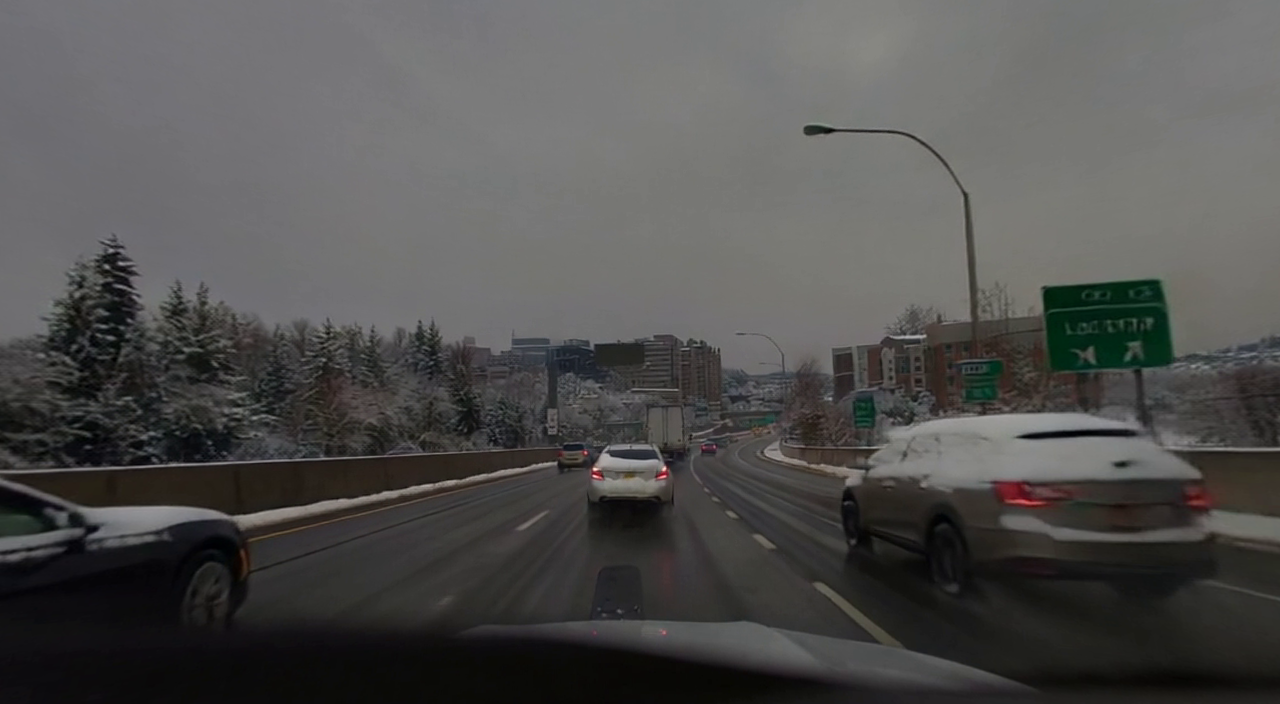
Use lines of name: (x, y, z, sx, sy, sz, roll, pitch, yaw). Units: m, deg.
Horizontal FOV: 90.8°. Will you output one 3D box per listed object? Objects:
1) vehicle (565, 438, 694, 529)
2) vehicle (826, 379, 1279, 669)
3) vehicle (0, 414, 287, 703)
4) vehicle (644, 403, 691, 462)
vehicle: (-0.135, 2.493, 12.524, 2.136, 1.470, 3.971, -1, -9, 1)
vehicle: (3.576, 1.341, 6.043, 2.166, 1.666, 4.618, 0, -9, 0)
vehicle: (-3.786, 0.942, 2.203, 2.130, 1.474, 5.027, -1, -9, 1)
vehicle: (2.344, 6.395, 49.206, 2.990, 4.072, 10.706, -1, -9, 6)
